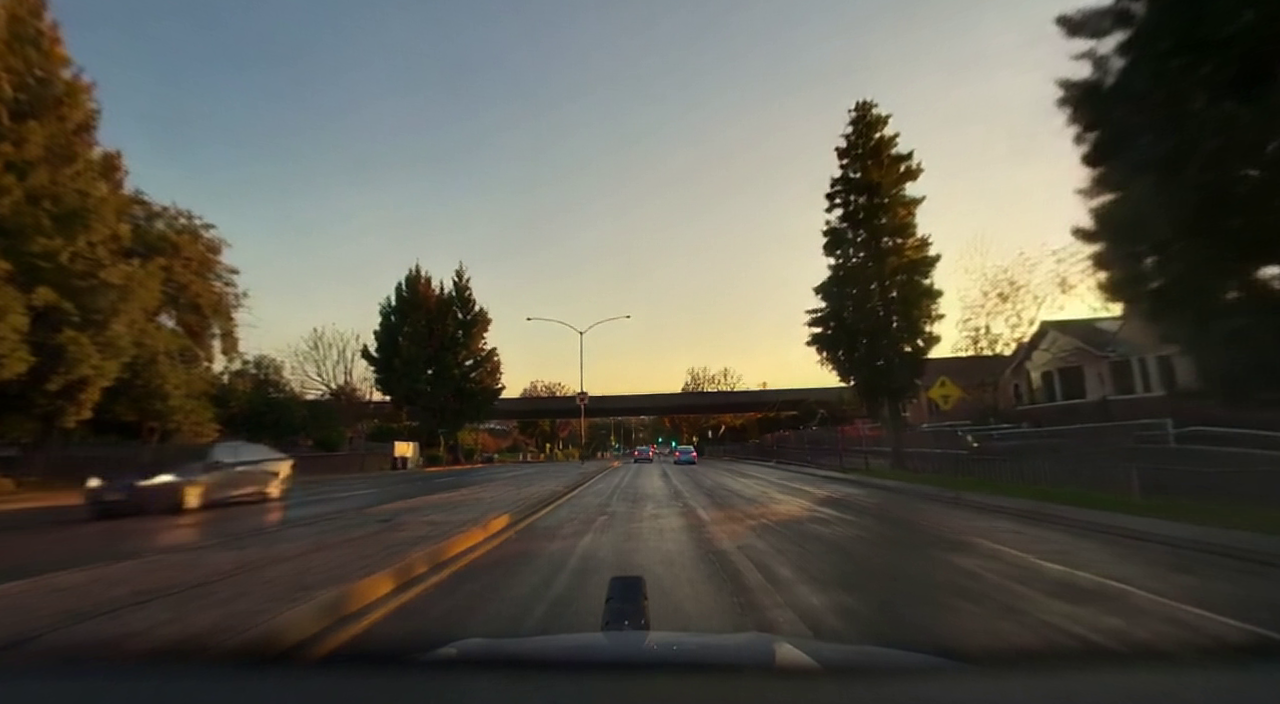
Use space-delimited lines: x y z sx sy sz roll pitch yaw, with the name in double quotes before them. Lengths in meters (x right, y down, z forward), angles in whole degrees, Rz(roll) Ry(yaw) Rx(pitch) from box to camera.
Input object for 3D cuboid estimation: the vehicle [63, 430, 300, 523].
"vehicle" -10.708 2.923 15.361 2.144 1.835 4.733 2 -9 0
